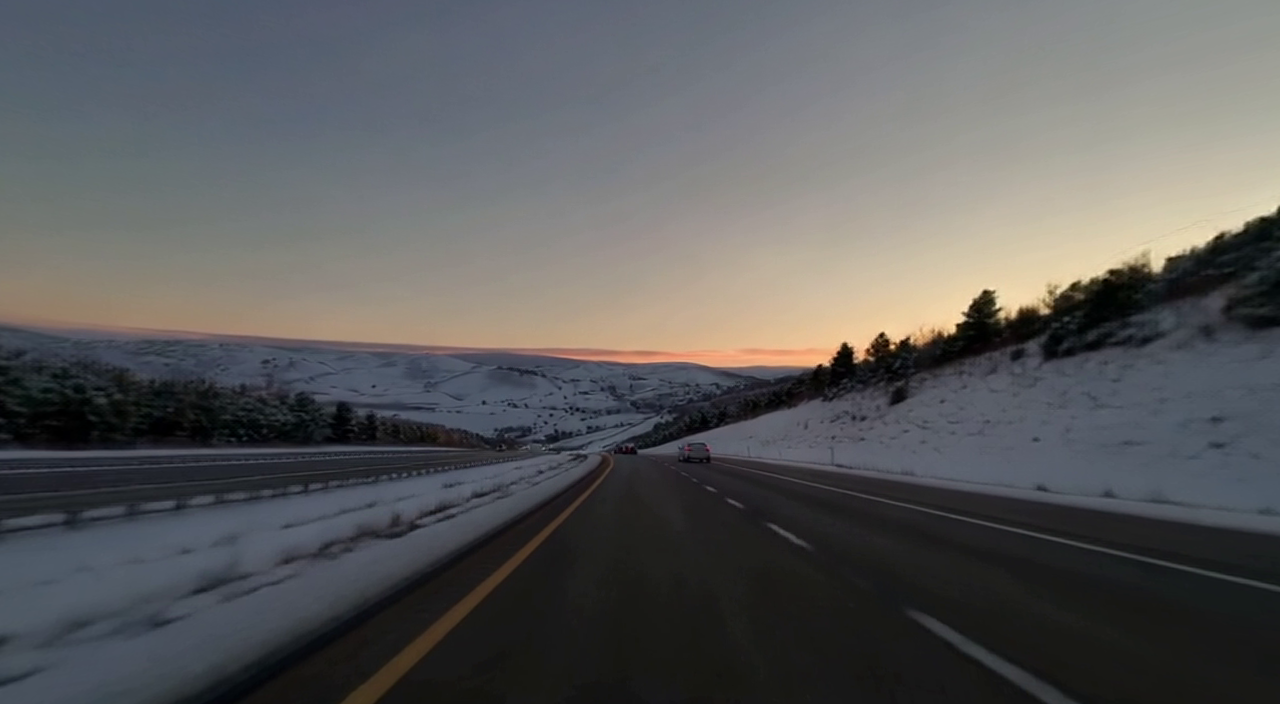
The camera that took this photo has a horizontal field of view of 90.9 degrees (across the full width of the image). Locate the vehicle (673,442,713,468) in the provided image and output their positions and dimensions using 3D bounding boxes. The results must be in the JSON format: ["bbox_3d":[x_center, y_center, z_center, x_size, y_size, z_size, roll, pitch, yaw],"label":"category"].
[{"bbox_3d":[3.303,6.551,40.242,1.960,1.516,4.657,0,-8,-3],"label":"vehicle"}]
